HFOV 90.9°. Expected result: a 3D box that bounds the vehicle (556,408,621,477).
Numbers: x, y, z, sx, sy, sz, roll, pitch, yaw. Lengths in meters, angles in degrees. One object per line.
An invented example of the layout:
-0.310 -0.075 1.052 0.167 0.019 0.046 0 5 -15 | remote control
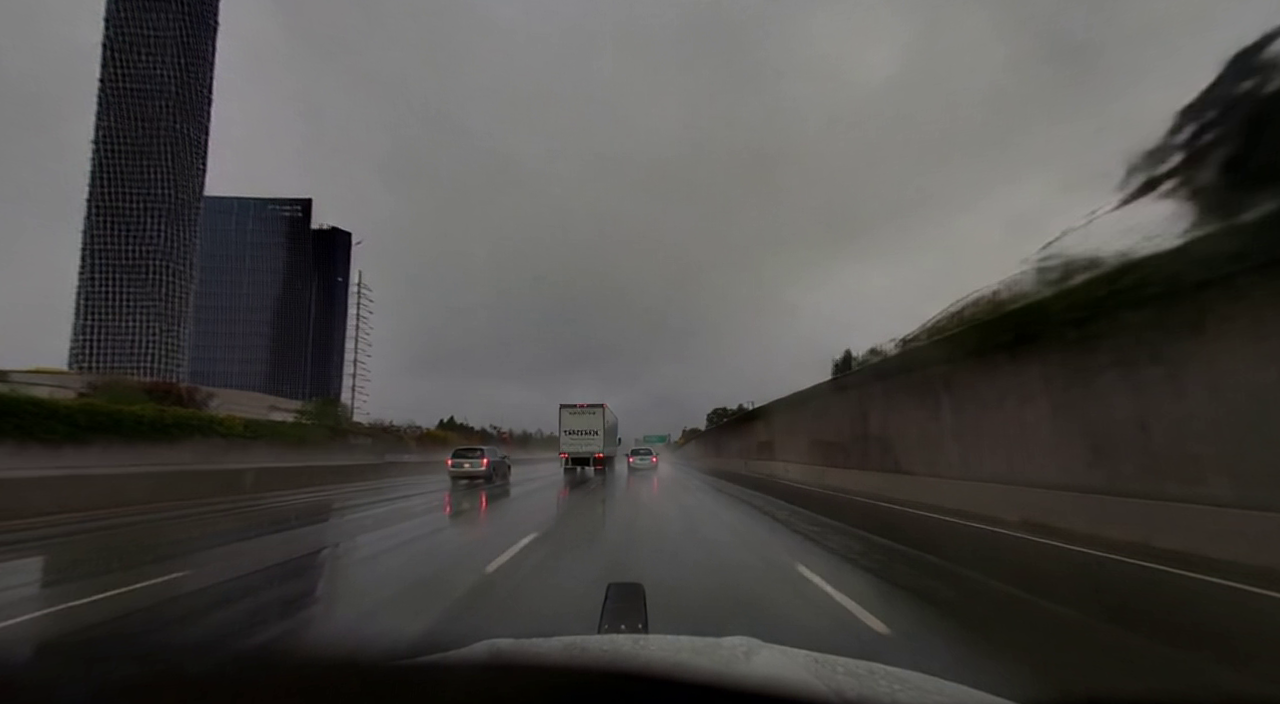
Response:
-2.729 5.258 36.332 2.794 3.460 8.595 0 -9 2 | vehicle

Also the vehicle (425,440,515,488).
-6.408 4.287 24.383 2.124 1.674 4.541 0 -9 1 | vehicle

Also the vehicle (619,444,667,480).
0.167 5.228 30.217 2.168 1.597 3.615 0 -9 1 | vehicle
